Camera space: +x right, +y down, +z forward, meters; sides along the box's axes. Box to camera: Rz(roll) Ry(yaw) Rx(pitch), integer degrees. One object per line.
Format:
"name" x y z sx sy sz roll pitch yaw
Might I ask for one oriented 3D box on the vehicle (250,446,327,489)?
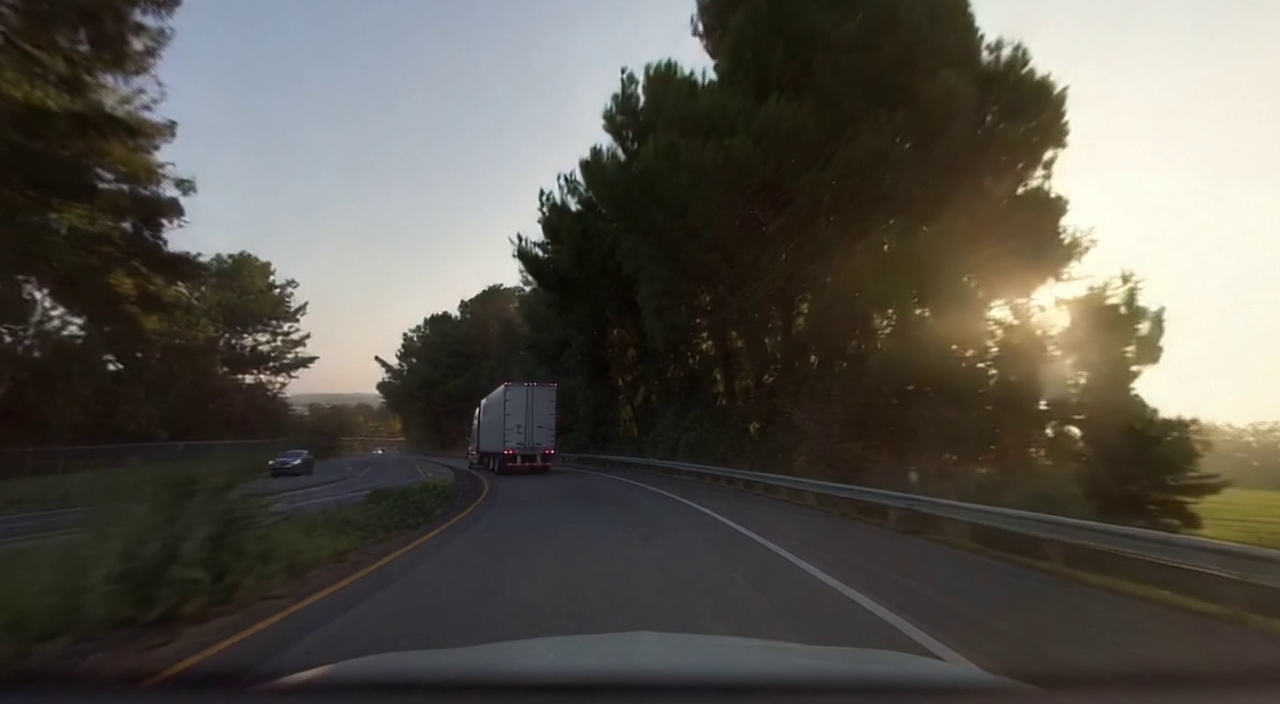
"vehicle" -13.740 4.486 24.875 1.988 1.493 4.333 3 -9 -21

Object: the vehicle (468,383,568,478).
"vehicle" -7.145 4.406 34.576 3.087 4.178 13.682 2 -8 -21
